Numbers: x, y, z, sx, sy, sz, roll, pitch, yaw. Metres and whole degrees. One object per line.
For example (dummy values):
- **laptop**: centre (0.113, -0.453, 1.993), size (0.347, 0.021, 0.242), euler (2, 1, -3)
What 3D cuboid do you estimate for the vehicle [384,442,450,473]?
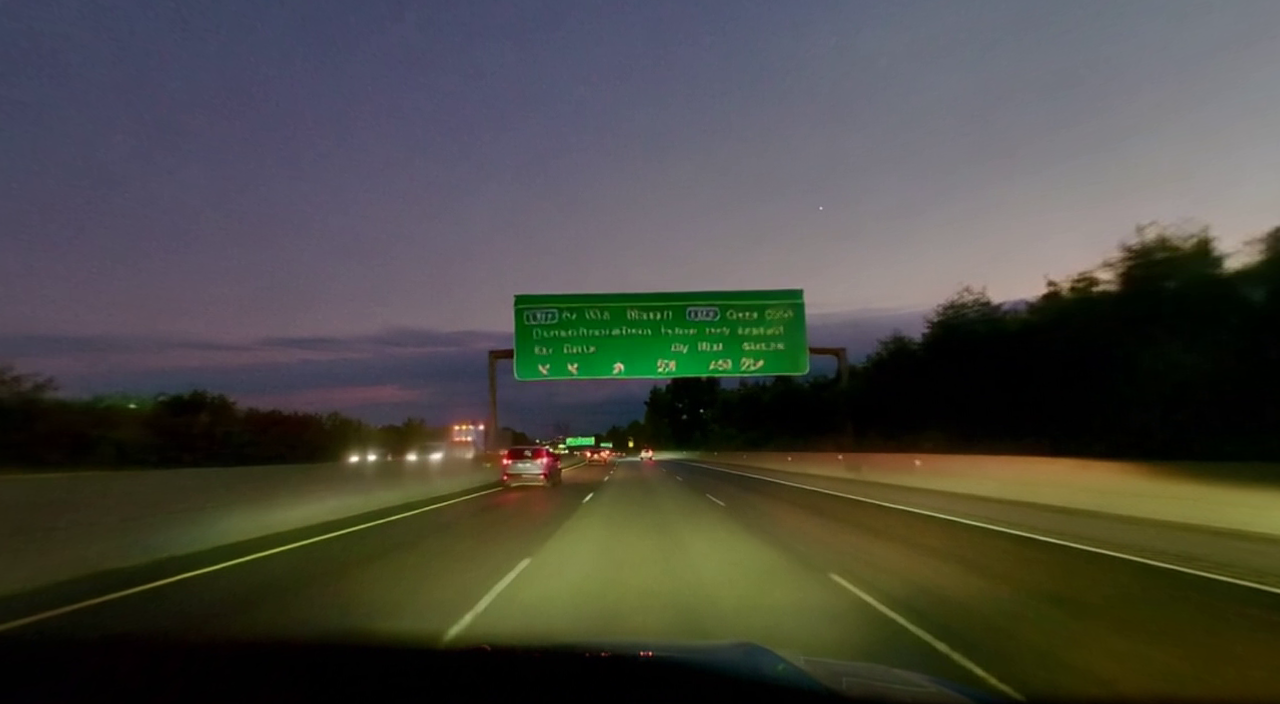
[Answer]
- **vehicle**: centre (-11.778, 5.589, 33.627), size (1.925, 1.519, 4.505), euler (0, -9, 0)

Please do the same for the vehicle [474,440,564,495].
- **vehicle**: centre (-3.800, 3.721, 20.612), size (2.028, 1.584, 4.481), euler (0, -9, 0)
